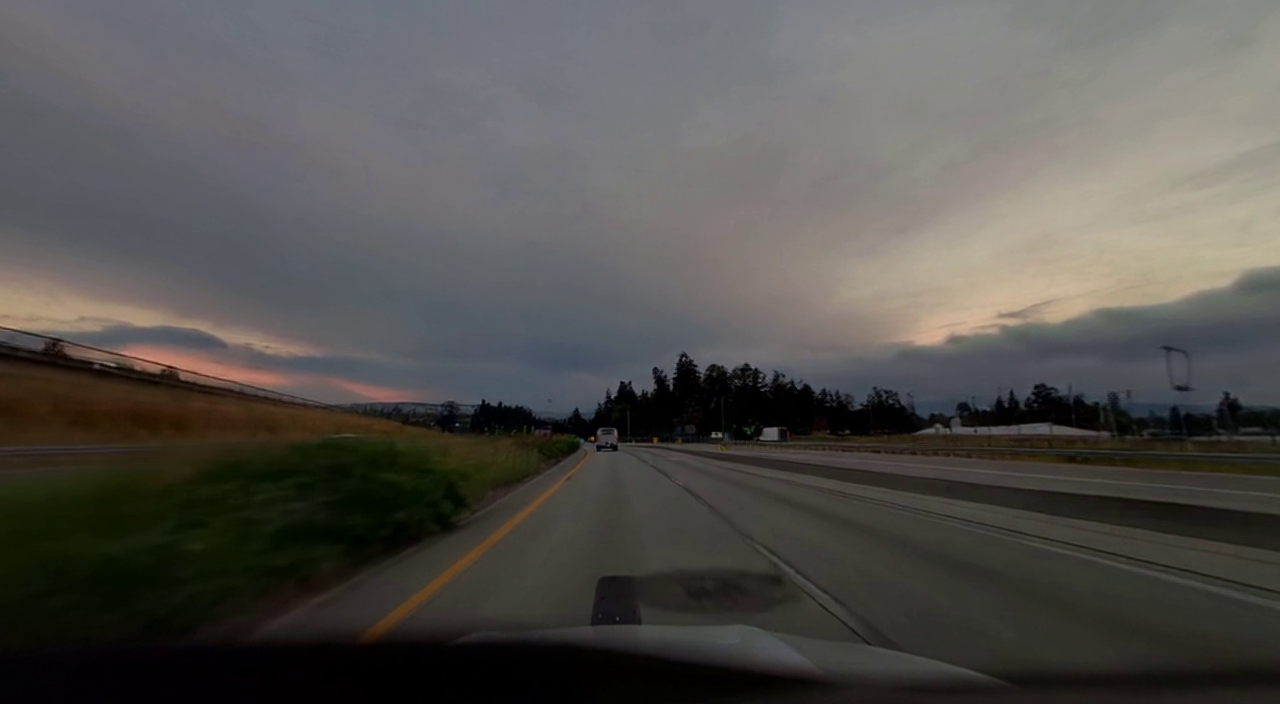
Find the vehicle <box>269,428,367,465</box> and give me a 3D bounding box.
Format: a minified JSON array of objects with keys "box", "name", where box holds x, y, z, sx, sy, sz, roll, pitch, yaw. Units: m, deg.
[{"box":[-14.128,4.159,28.002,2.030,1.500,4.664,0,-8,-2],"name":"vehicle"}]
